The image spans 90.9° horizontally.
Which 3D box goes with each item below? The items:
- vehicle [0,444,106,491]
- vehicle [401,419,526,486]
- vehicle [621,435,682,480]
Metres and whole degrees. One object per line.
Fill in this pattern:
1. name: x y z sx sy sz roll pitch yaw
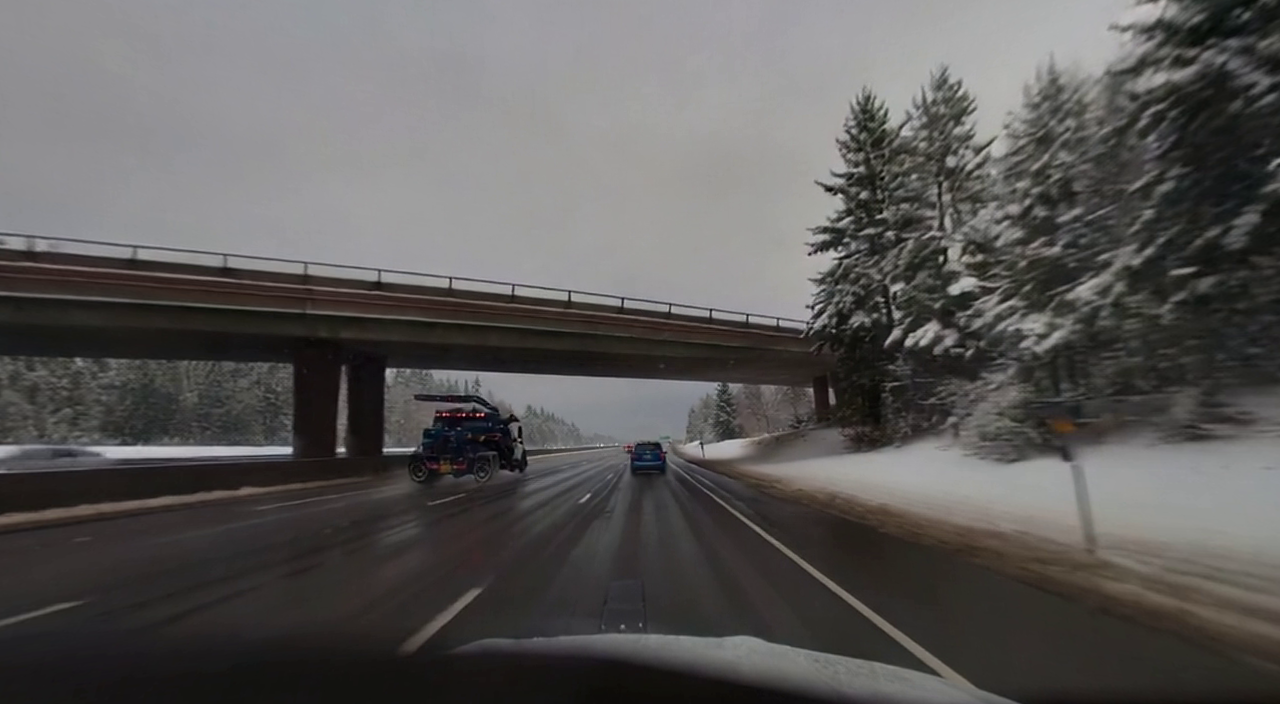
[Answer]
1. vehicle: -20.923 3.854 21.315 1.818 1.433 4.380 0 -8 1
2. vehicle: -6.589 3.905 24.835 2.827 2.236 7.057 0 -8 0
3. vehicle: 0.473 4.375 26.373 2.336 1.722 4.212 0 -8 0
